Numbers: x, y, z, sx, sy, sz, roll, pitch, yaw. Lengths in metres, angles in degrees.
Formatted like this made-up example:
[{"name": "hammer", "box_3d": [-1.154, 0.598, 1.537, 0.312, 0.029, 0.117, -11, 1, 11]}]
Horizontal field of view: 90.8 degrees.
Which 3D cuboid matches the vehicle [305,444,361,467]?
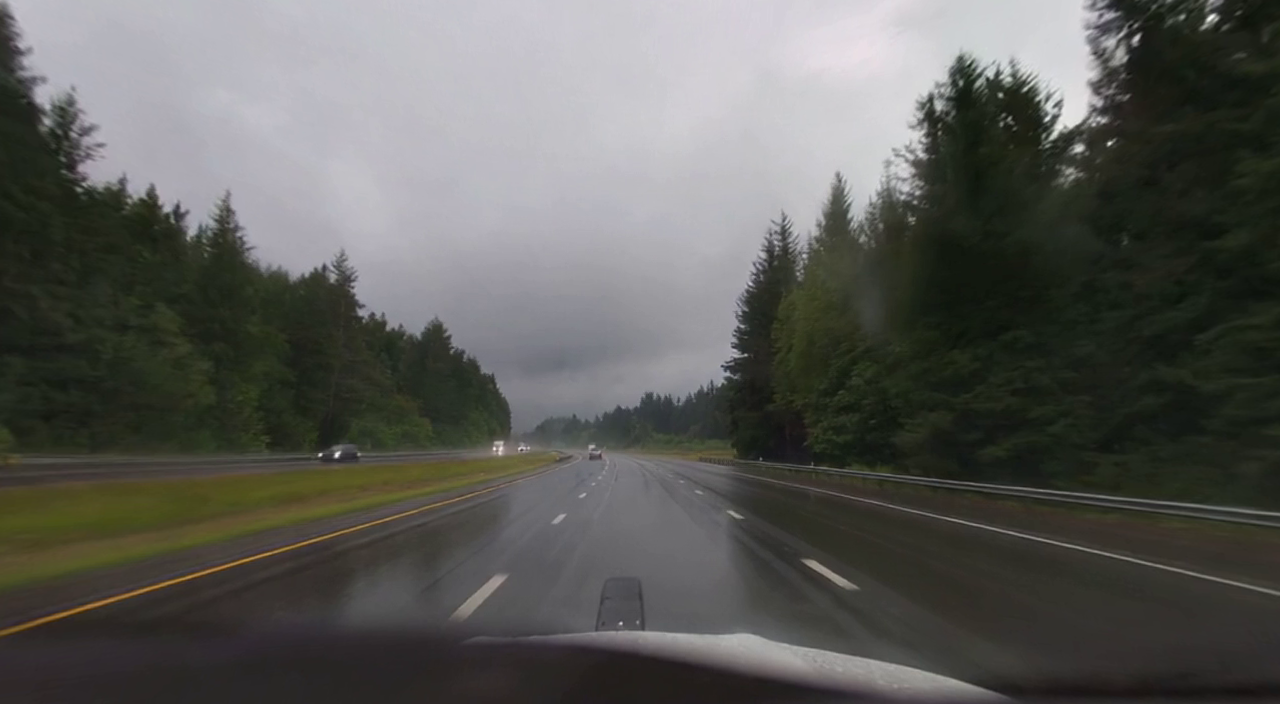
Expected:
[{"name": "vehicle", "box_3d": [-20.783, 7.022, 42.878, 1.832, 1.505, 4.092, 0, -9, -2]}]
